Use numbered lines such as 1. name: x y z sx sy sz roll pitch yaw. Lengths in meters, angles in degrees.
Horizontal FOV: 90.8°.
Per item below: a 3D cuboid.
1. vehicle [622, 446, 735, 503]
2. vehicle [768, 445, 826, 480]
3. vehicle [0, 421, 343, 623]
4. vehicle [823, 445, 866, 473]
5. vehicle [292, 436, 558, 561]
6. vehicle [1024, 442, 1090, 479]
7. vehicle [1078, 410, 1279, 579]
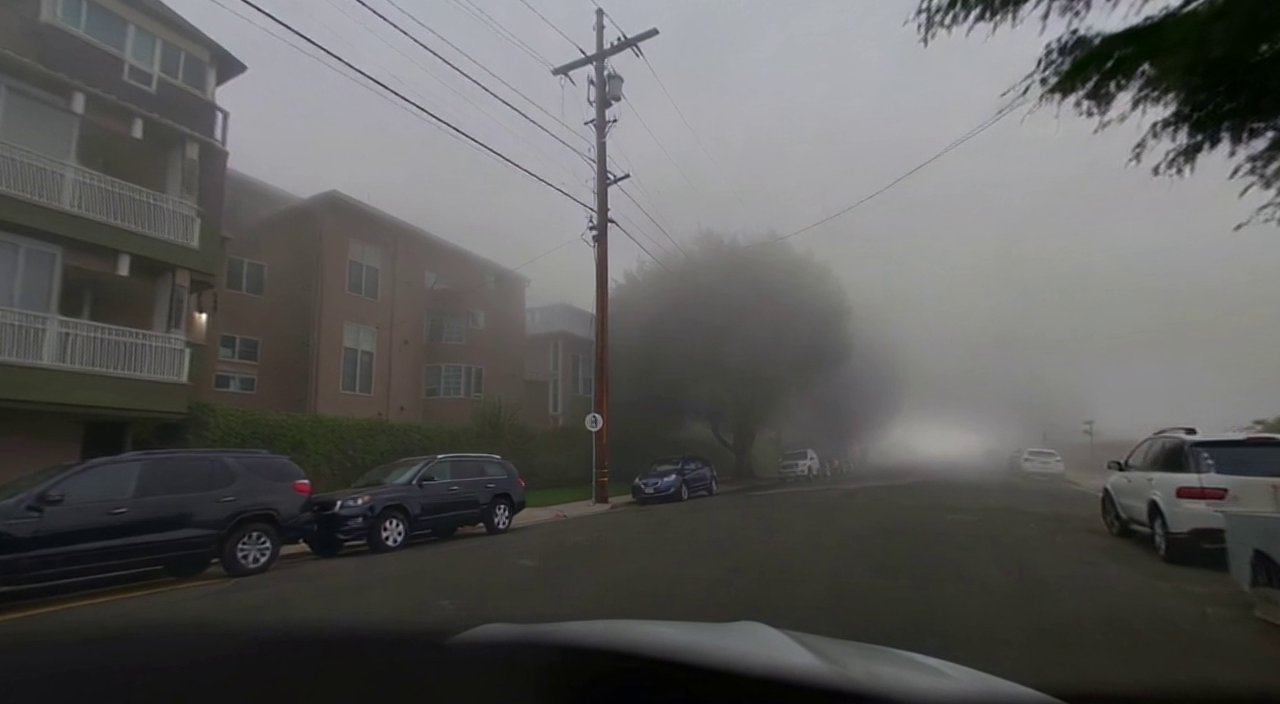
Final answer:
1. vehicle: 1.497 4.316 22.393 2.017 1.582 4.664 -13 -15 27
2. vehicle: 8.945 6.186 35.701 2.011 1.801 4.676 -5 -10 28
3. vehicle: -6.346 1.920 7.337 1.973 1.848 5.100 -13 -13 25
4. vehicle: 15.179 7.952 46.742 1.953 1.699 4.234 -11 -17 29
5. vehicle: -3.772 2.671 11.971 2.068 1.745 4.579 -12 -14 24
6. vehicle: 18.501 4.780 28.207 1.964 1.515 4.055 -5 -10 28
7. vehicle: 7.512 1.718 8.330 2.180 1.677 4.432 -5 -10 27
